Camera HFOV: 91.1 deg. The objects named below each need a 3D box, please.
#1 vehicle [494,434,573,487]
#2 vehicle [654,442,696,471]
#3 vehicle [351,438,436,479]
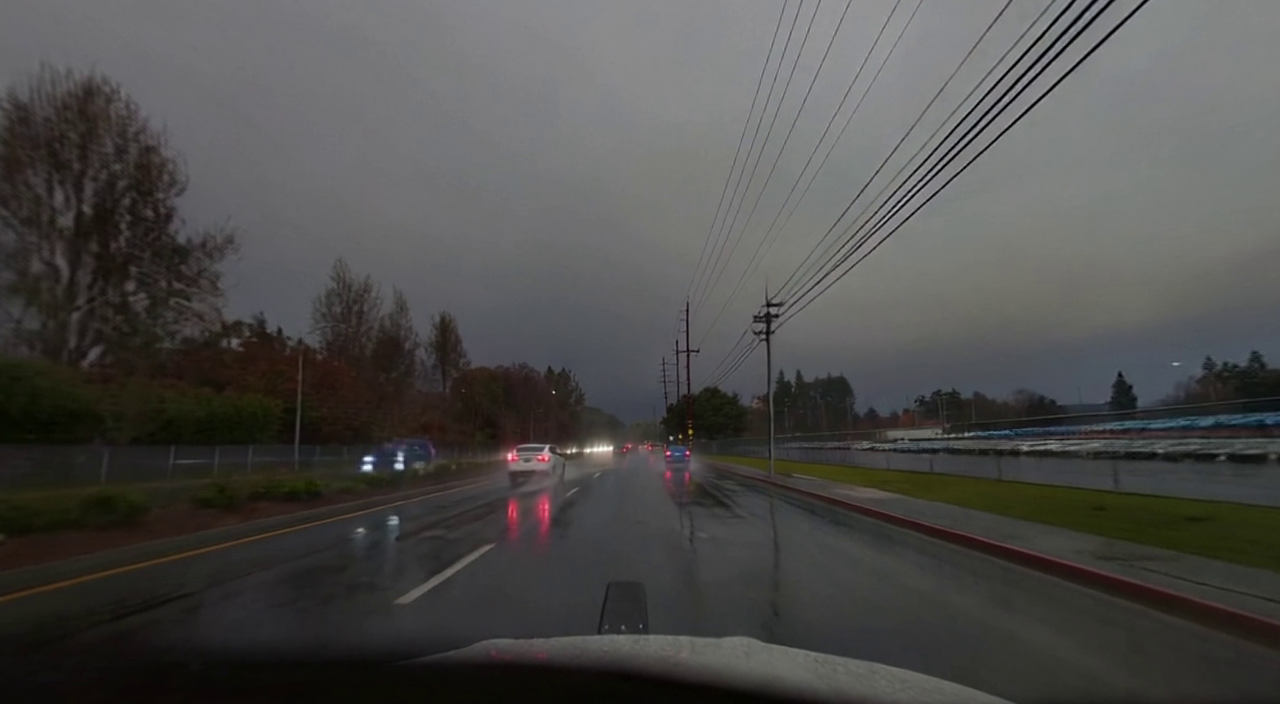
[{"bbox_3d":[-3.648,3.813,22.369,1.950,1.692,4.397,0,-8,1],"label":"vehicle"},{"bbox_3d":[1.853,5.737,34.576,2.059,1.486,3.980,0,-8,0],"label":"vehicle"},{"bbox_3d":[-12.126,5.249,31.322,2.090,1.815,5.244,0,-8,1],"label":"vehicle"}]
